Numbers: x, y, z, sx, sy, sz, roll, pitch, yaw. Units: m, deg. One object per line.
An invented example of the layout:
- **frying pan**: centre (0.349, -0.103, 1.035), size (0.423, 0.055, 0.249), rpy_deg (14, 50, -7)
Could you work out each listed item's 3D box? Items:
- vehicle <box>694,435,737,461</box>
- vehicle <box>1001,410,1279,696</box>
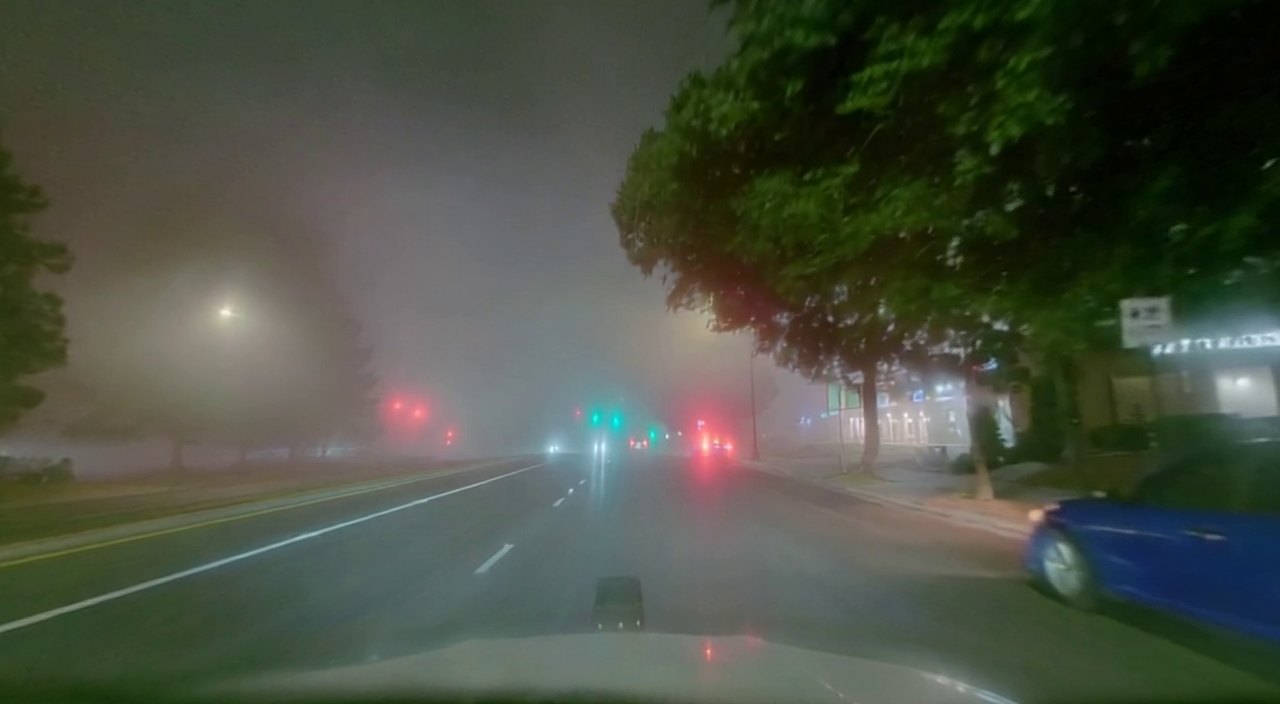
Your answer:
- **vehicle**: centre (4.540, 5.855, 38.531), size (1.942, 1.469, 4.049), rpy_deg (0, -8, -3)
- **vehicle**: centre (4.313, 1.017, 3.214), size (2.093, 1.446, 4.761), rpy_deg (0, -8, -1)
